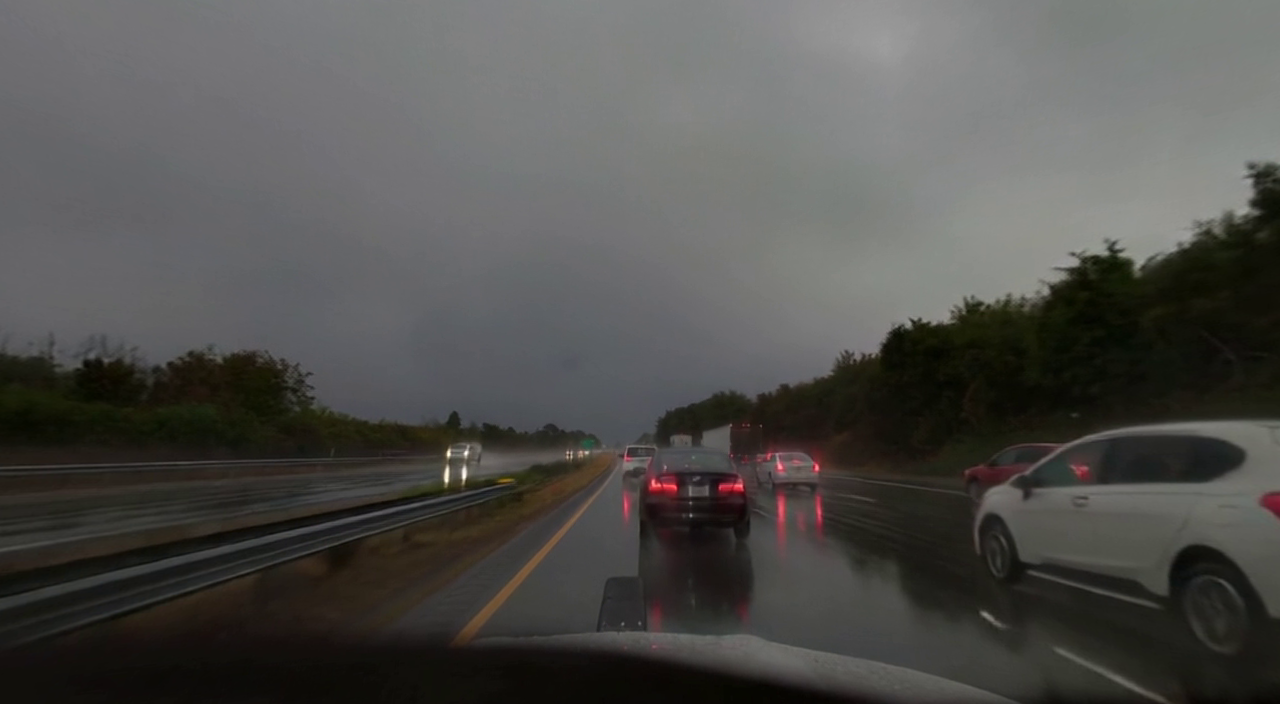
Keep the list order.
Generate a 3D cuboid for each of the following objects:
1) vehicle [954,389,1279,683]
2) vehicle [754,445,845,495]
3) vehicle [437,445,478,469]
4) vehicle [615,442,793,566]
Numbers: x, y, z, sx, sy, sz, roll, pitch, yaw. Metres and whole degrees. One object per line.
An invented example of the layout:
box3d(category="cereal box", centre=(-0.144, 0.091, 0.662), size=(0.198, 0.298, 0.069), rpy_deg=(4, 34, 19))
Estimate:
box3d(category="vehicle", centre=(4.637, 1.241, 4.837), size=(1.998, 1.657, 4.604), rpy_deg=(0, -9, -1))
box3d(category="vehicle", centre=(5.260, 3.960, 21.411), size=(1.908, 1.500, 4.157), rpy_deg=(0, -9, -1))
box3d(category="vehicle", centre=(-12.504, 7.204, 43.295), size=(1.744, 1.527, 3.666), rpy_deg=(0, -9, -1))
box3d(category="vehicle", centre=(0.716, 2.091, 9.345), size=(2.094, 1.426, 3.725), rpy_deg=(0, -9, -1))
